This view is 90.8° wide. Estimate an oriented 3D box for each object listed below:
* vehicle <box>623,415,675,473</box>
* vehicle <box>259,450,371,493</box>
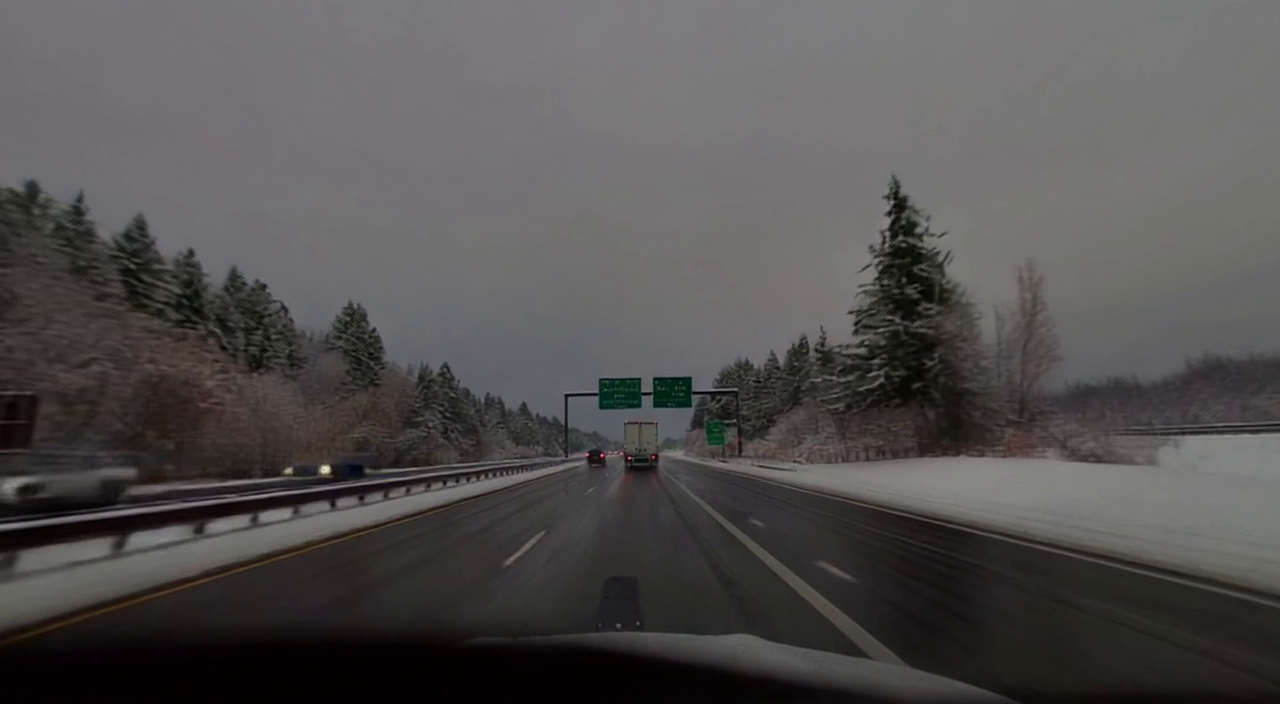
[{"bbox_3d":[0.340,7.360,49.982,3.341,3.725,18.015,0,-9,-1],"label":"vehicle"},{"bbox_3d":[-12.340,4.536,24.324,1.979,1.498,4.431,0,-9,-1],"label":"vehicle"}]
